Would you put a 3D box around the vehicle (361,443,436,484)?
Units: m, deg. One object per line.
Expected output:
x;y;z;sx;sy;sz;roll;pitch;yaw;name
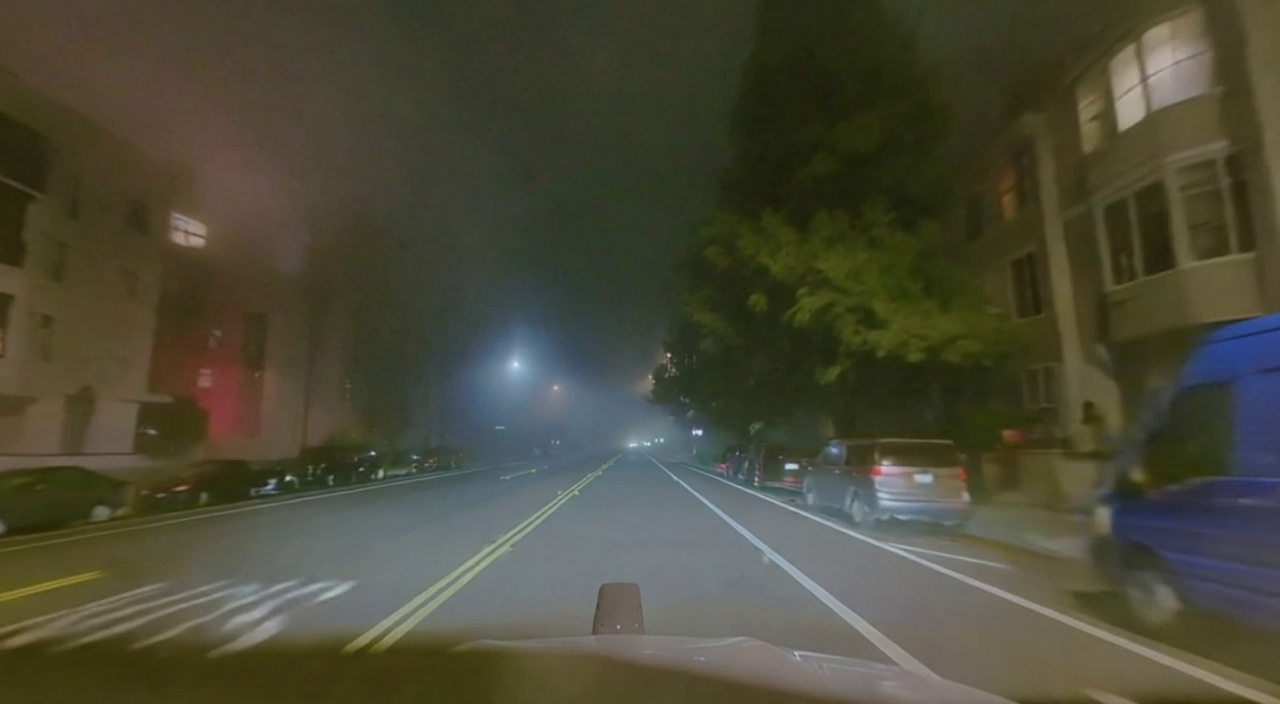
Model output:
-12.834;5.915;33.960;2.149;1.865;5.247;-3;-8;-2;vehicle

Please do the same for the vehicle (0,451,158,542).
-12.726;2.945;13.027;1.880;1.583;4.652;-4;-8;1;vehicle

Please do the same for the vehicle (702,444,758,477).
4.385;5.355;31.480;1.923;1.493;4.628;0;-8;-2;vehicle

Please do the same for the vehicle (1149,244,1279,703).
4.939;0.414;1.442;2.414;2.670;5.833;0;-8;-3;vehicle

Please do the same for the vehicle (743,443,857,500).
4.606;3.496;18.984;2.024;1.491;4.647;0;-8;-3;vehicle

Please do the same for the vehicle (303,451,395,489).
-12.839;5.218;28.231;1.954;1.491;4.633;0;-8;-1;vehicle

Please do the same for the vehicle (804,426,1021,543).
4.664;2.320;11.765;1.927;1.718;4.679;0;-8;0;vehicle

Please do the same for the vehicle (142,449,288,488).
-17.464;4.773;26.099;4.661;1.523;1.841;0;-9;0;vehicle
